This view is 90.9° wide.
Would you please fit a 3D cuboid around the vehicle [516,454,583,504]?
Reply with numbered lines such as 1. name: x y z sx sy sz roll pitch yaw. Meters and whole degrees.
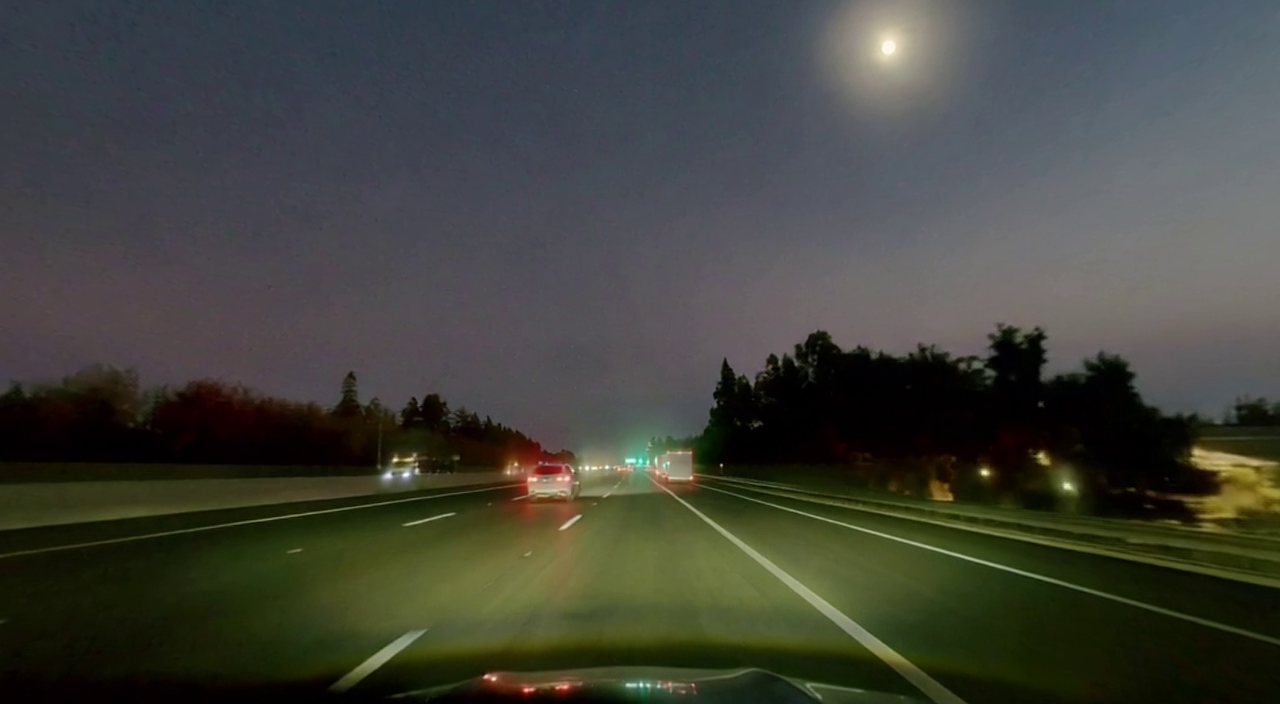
1. vehicle: -3.682 5.296 26.458 2.036 1.835 4.888 1 -10 0

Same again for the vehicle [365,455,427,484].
1. vehicle: -18.087 8.769 47.011 2.157 2.031 5.648 0 -10 2
